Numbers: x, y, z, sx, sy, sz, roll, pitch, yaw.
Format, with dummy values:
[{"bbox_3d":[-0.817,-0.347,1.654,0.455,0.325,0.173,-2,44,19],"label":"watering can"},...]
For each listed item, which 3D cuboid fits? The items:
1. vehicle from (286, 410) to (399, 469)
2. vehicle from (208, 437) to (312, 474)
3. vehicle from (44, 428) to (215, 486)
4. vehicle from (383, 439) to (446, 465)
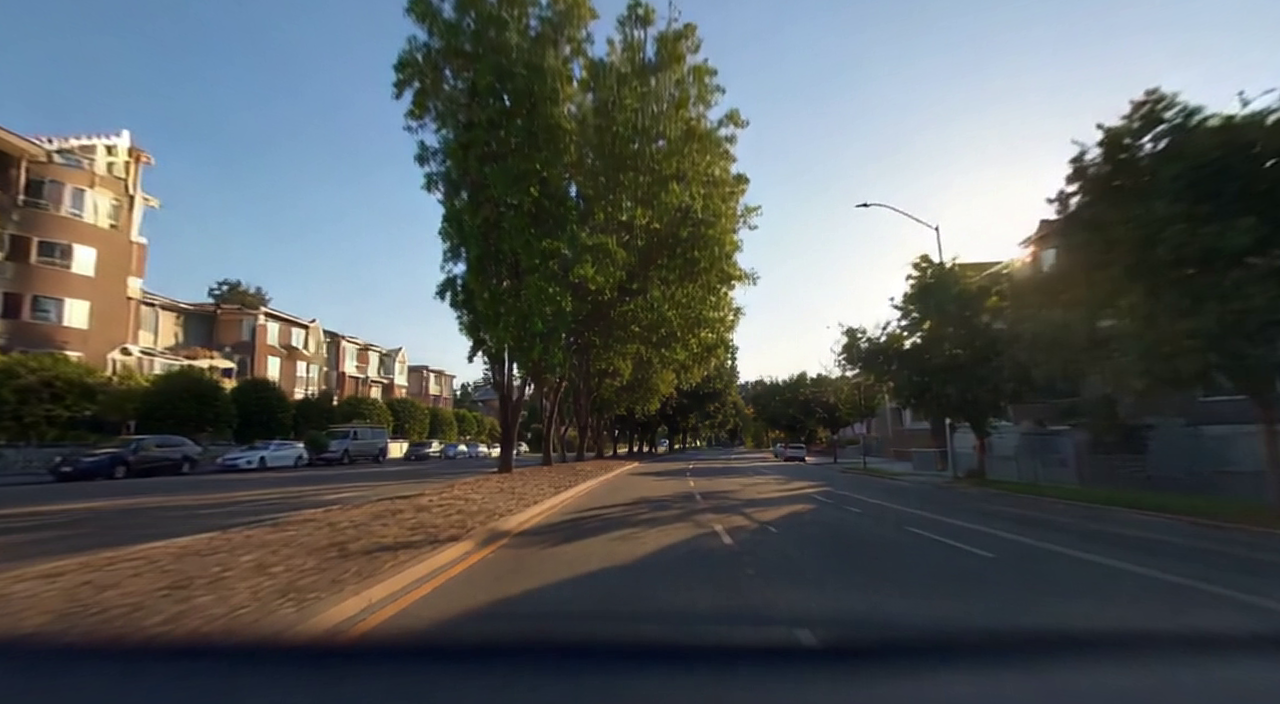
[{"bbox_3d":[-17.649,5.394,38.177,2.781,3.224,7.055,-1,-10,5],"label":"vehicle"},{"bbox_3d":[-18.319,5.049,30.787,1.876,1.624,4.827,-1,-9,3],"label":"vehicle"},{"bbox_3d":[-18.830,3.915,23.730,2.096,1.839,5.137,-2,-9,1],"label":"vehicle"},{"bbox_3d":[-16.876,7.544,47.660,2.226,1.733,5.775,-1,-9,5],"label":"vehicle"}]
